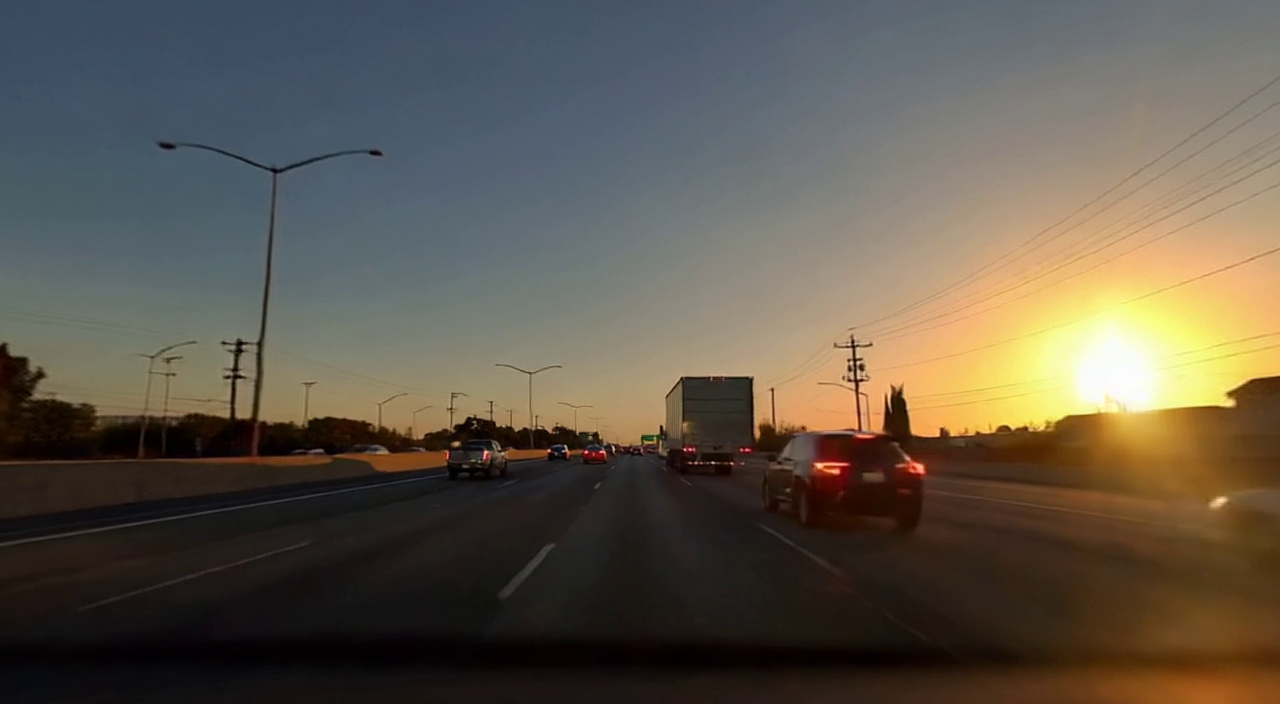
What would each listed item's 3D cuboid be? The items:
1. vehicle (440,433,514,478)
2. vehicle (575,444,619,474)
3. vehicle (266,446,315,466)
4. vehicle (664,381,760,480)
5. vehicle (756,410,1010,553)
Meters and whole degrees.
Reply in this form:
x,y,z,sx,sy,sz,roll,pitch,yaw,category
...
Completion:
x,y,z,sx,sy,sz,roll,pitch,yaw,category
-7.217,4.638,28.491,2.147,1.825,4.602,0,-9,-1,vehicle
-2.264,5.784,34.197,2.060,1.508,4.308,0,-8,0,vehicle
-26.573,7.915,47.995,1.613,1.449,3.631,1,-9,0,vehicle
3.106,4.006,31.143,3.045,3.923,11.834,0,-9,-1,vehicle
3.519,1.997,10.403,2.182,1.782,4.800,0,-9,-1,vehicle
